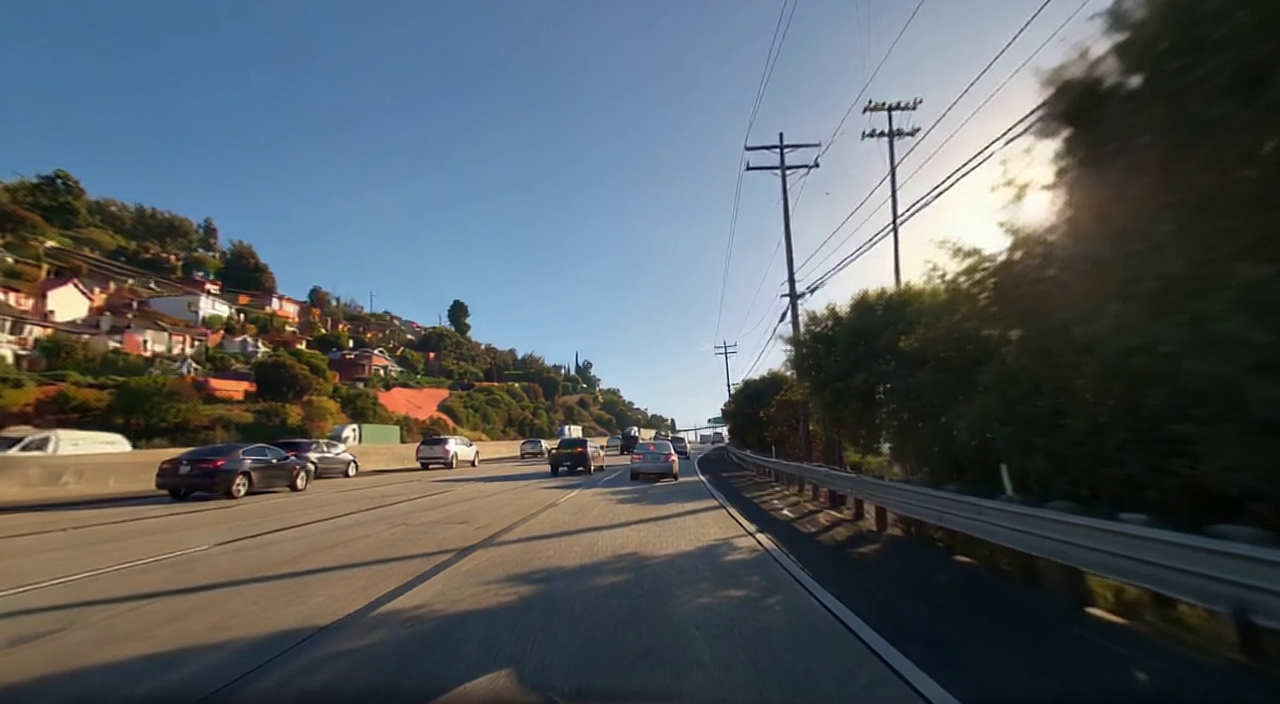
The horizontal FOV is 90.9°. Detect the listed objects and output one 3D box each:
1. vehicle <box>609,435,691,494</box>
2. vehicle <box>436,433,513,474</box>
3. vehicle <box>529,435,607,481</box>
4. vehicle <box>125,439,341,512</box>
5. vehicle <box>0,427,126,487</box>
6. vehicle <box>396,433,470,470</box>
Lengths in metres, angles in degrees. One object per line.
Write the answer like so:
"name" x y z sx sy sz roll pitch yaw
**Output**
"vehicle" 0.364 3.181 18.238 2.109 1.495 3.935 -1 -8 3
"vehicle" -8.008 4.949 30.955 2.080 1.833 4.461 -1 -9 7
"vehicle" -2.698 4.124 24.840 2.121 1.639 4.383 -1 -8 6
"vehicle" -9.508 2.881 15.304 1.959 1.469 4.450 -1 -8 6
"vehicle" -22.236 3.745 22.683 2.230 1.990 5.675 -1 -9 8
"vehicle" -11.658 5.657 35.973 2.105 1.971 4.868 -1 -9 7
